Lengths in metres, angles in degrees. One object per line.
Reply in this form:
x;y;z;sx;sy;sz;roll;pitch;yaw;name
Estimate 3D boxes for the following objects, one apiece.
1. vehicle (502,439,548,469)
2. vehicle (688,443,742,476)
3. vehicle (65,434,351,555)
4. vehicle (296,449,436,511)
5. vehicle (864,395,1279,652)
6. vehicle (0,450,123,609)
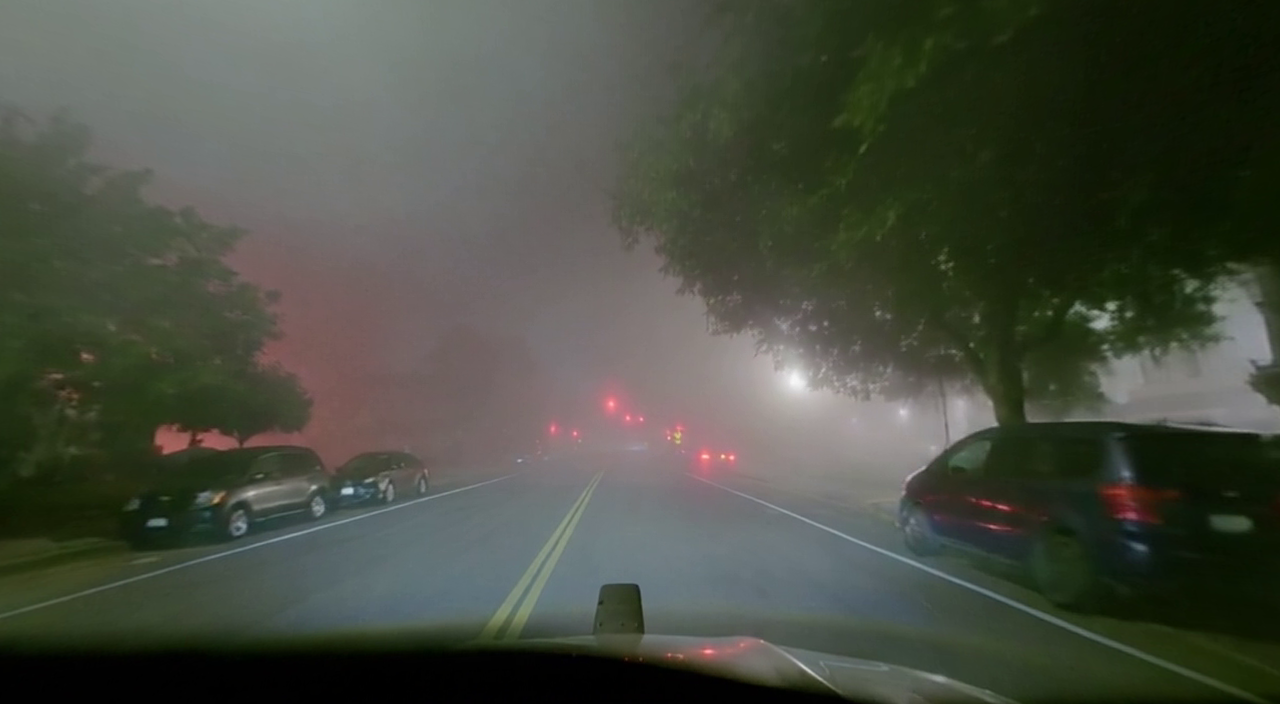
-8.274;7.404;46.043;2.420;2.004;5.615;0;-8;-2;vehicle
3.718;5.419;32.142;1.955;1.536;4.395;1;-8;-4;vehicle
-7.246;2.378;11.348;2.092;1.706;4.356;0;-8;-1;vehicle
-7.293;3.415;17.401;1.954;1.430;4.395;0;-8;-1;vehicle
4.278;1.482;6.586;1.992;1.703;4.503;0;-8;-3;vehicle
-6.826;1.515;4.909;1.811;1.454;4.610;0;-8;-2;vehicle
